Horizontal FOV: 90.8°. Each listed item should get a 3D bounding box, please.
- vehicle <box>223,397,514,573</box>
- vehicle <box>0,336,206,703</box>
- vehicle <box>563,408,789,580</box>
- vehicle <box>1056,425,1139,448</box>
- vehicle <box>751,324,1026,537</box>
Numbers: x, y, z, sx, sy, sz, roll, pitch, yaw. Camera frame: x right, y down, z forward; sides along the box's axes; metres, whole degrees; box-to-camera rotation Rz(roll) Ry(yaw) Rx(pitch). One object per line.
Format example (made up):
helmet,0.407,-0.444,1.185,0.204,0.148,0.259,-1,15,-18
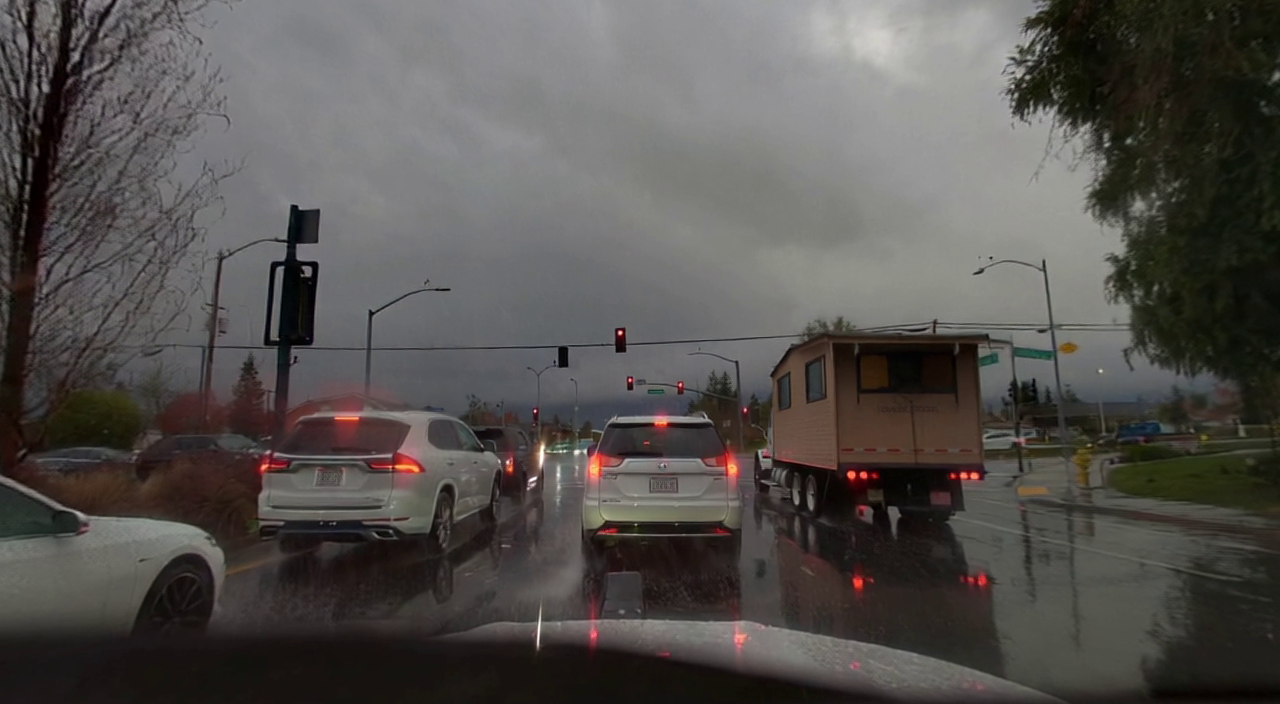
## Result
vehicle,-3.273,1.714,8.839,2.085,1.812,4.388,0,-9,0
vehicle,-3.431,0.669,1.463,1.952,1.730,4.116,0,-9,-1
vehicle,0.349,1.698,8.304,2.189,1.649,4.171,0,-9,0
vehicle,33.124,6.160,45.902,4.671,1.595,1.824,-5,-10,31
vehicle,3.674,1.408,11.009,2.531,2.750,5.595,0,-8,1
